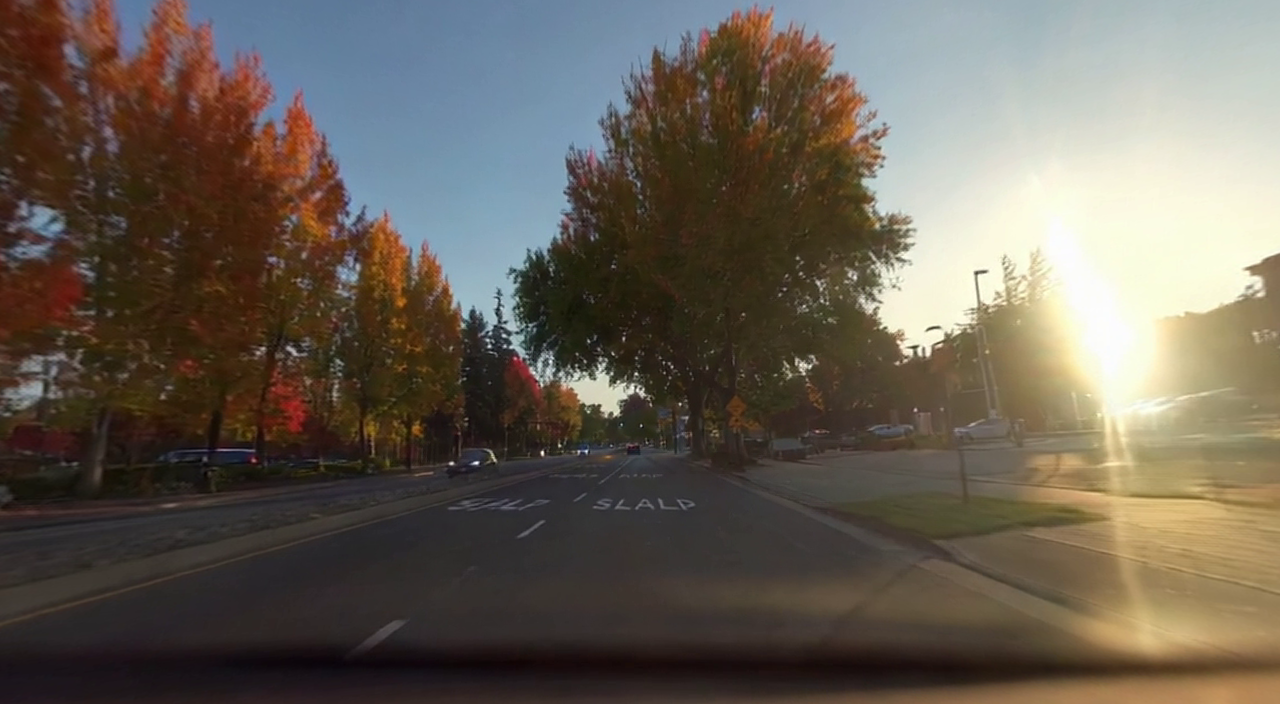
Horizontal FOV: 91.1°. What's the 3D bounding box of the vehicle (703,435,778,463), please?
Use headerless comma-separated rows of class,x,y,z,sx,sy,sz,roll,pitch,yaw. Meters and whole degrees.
vehicle,7.522,7.309,47.428,5.336,2.006,2.022,0,-8,0

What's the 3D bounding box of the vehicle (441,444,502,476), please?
vehicle,-10.399,6.653,39.169,2.196,1.829,5.389,0,-8,1

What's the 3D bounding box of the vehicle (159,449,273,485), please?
vehicle,-25.038,6.784,37.214,5.144,1.980,2.262,-1,-9,4

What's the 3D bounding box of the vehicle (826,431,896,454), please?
vehicle,16.561,6.813,47.257,4.474,1.698,2.088,0,-8,1
